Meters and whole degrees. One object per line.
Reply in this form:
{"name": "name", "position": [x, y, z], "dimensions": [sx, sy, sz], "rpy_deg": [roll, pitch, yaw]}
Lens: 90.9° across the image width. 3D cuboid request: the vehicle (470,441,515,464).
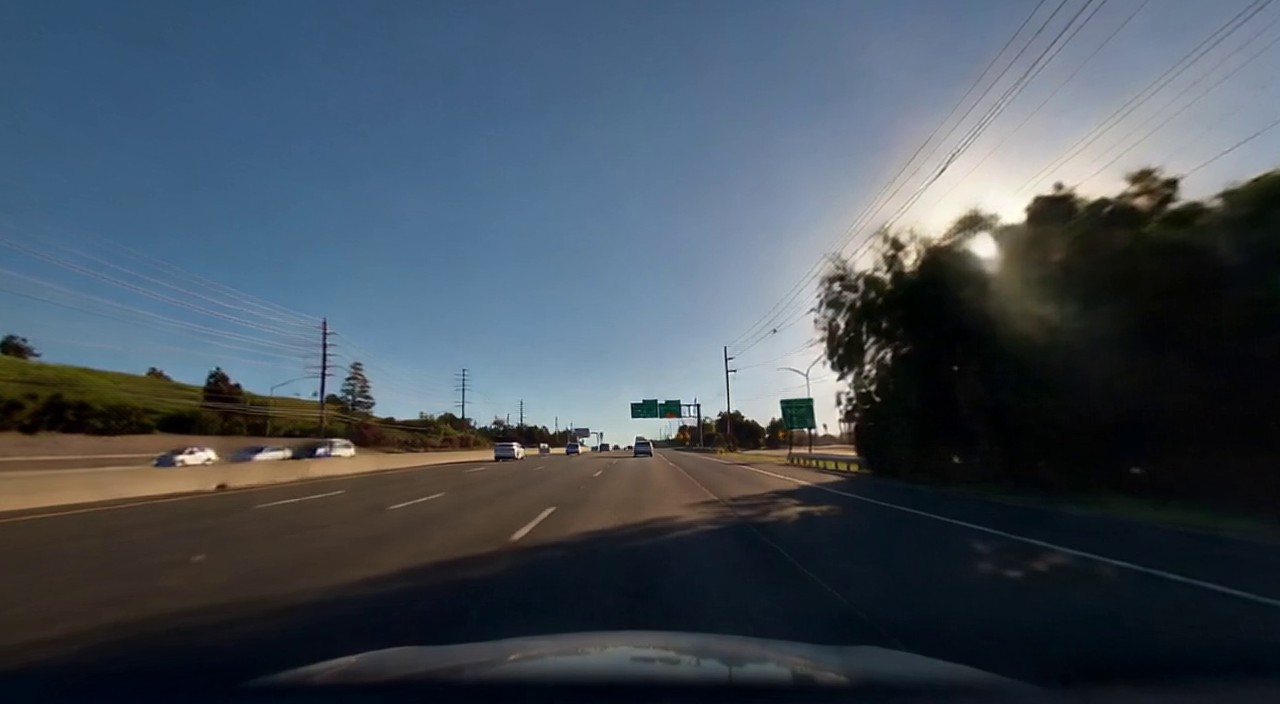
{"name": "vehicle", "position": [-10.110, 6.923, 43.564], "dimensions": [1.947, 1.528, 4.355], "rpy_deg": [0, -8, 1]}
